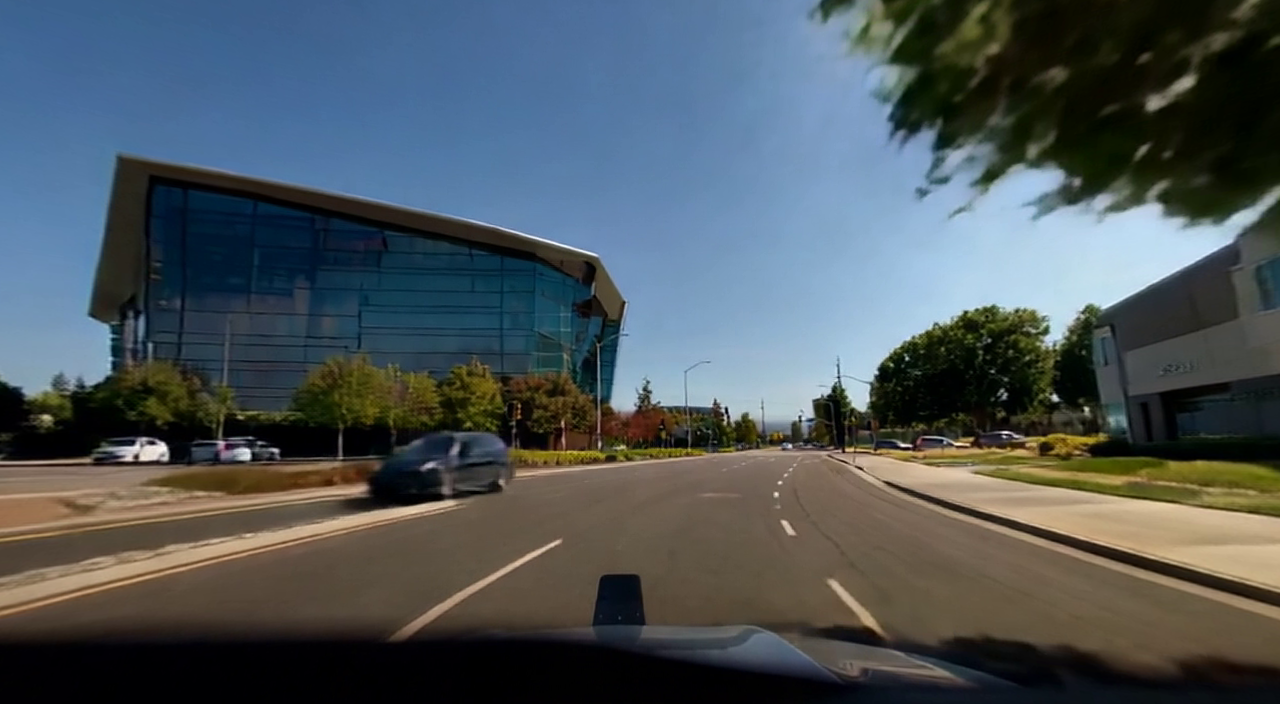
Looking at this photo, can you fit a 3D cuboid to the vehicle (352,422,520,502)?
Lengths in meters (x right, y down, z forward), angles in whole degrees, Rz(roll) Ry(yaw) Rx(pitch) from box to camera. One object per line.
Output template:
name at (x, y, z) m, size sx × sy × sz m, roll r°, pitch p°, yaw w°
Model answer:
vehicle at (-4.882, 2.733, 16.043) m, size 2.117 × 1.683 × 4.565 m, roll -2°, pitch -9°, yaw 10°

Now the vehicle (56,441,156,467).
vehicle at (-39.267, 7.520, 46.735) m, size 1.981 × 1.755 × 5.271 m, roll -1°, pitch -9°, yaw 15°
